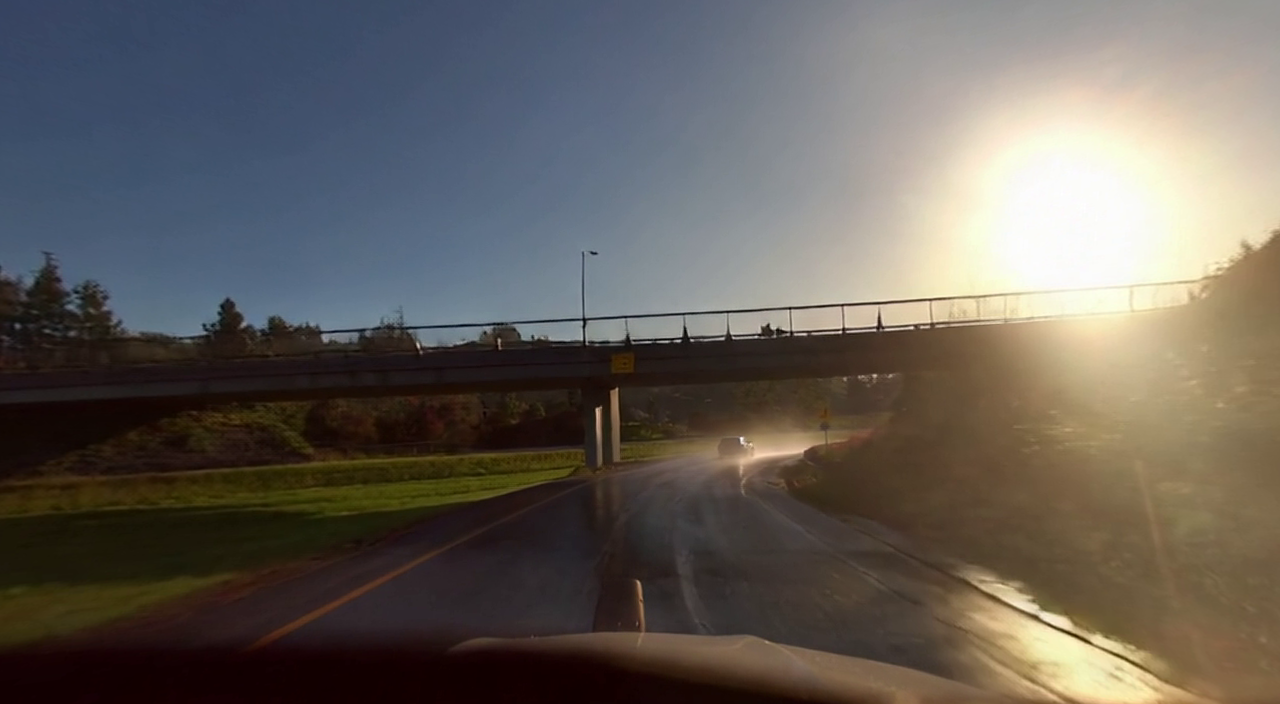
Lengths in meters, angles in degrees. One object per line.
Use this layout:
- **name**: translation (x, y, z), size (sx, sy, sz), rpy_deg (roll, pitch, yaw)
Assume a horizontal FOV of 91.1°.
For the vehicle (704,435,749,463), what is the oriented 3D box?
- **vehicle**: translation (4.952, 5.483, 35.618), size (1.980, 1.449, 3.650), rpy_deg (-3, -9, 15)
